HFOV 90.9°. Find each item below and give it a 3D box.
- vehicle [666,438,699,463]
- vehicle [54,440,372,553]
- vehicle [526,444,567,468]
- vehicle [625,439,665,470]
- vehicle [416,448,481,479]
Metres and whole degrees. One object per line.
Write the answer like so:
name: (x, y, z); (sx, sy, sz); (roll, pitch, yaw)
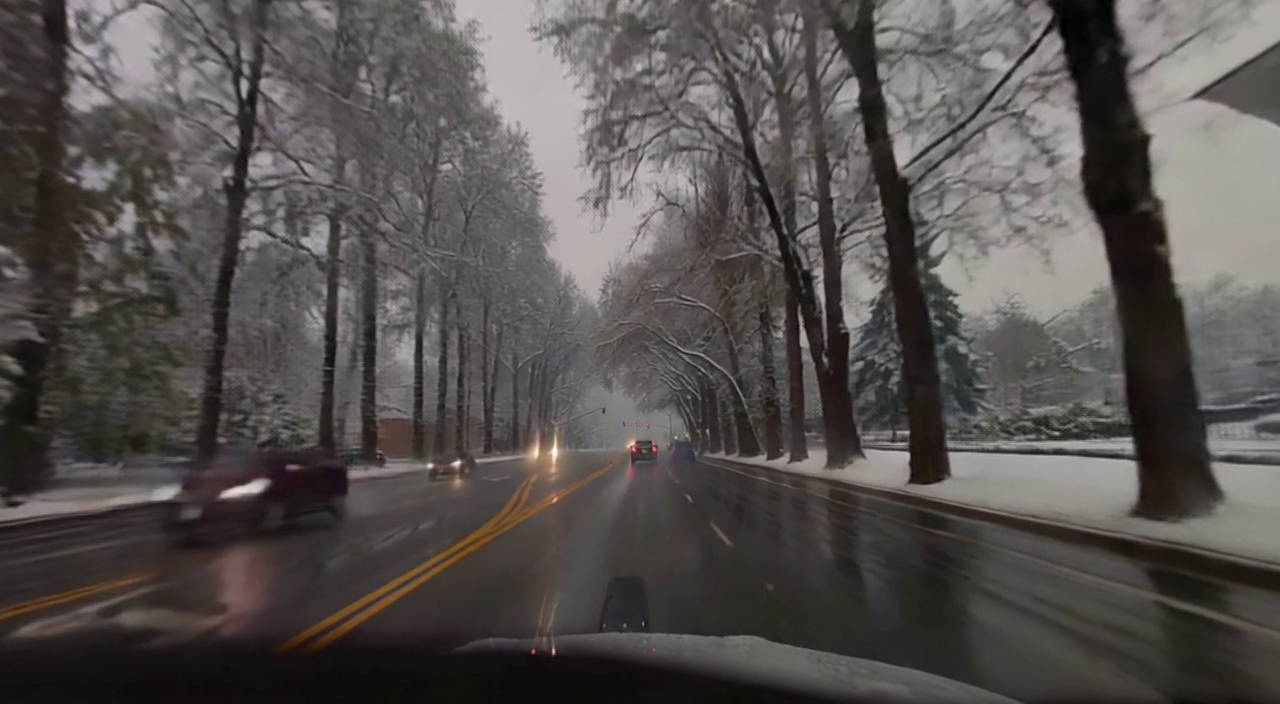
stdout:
vehicle: (3.240, 7.582, 48.522); (2.189, 1.766, 4.495); (0, -8, 0)
vehicle: (-6.748, 2.289, 10.857); (2.081, 1.477, 4.760); (0, -8, 1)
vehicle: (-6.331, 7.068, 43.033); (2.020, 1.512, 4.296); (0, -8, 1)
vehicle: (0.234, 5.659, 34.977); (2.109, 1.612, 3.963); (0, -8, -1)
vehicle: (-9.950, 5.794, 33.149); (1.932, 1.484, 4.683); (0, -8, 1)
